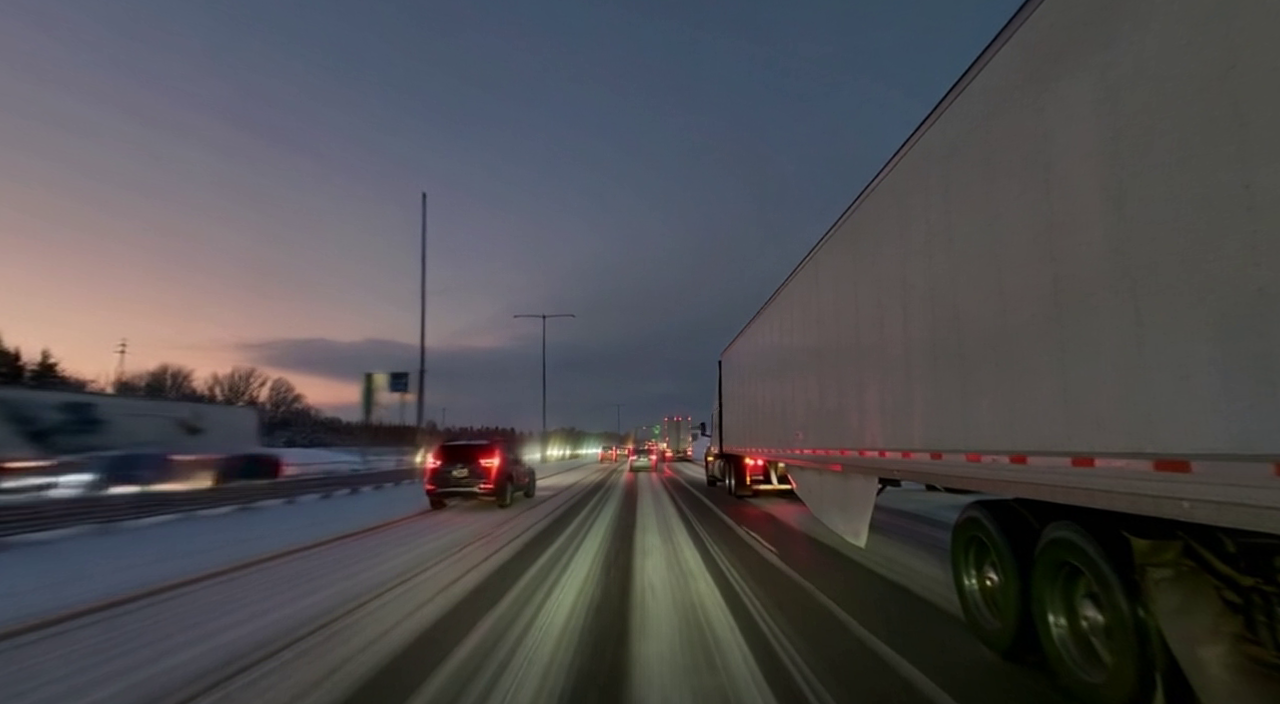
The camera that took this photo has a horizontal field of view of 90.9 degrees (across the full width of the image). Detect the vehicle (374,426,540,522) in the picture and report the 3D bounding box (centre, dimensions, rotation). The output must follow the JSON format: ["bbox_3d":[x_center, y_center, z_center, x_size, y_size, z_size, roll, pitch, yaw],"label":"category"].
[{"bbox_3d":[-3.740,2.600,14.025,2.091,1.722,4.974,-1,-9,1],"label":"vehicle"}]

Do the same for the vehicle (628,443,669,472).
[{"bbox_3d":[0.428,5.729,34.446,2.063,1.469,4.208,0,-9,0],"label":"vehicle"}]

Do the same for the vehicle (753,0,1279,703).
[{"bbox_3d":[3.868,0.305,7.230,2.821,4.077,12.562,0,-9,0],"label":"vehicle"}]

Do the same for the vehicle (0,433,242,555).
[{"bbox_3d":[-8.642,2.093,9.991,1.917,1.506,4.152,0,-9,0],"label":"vehicle"}]
